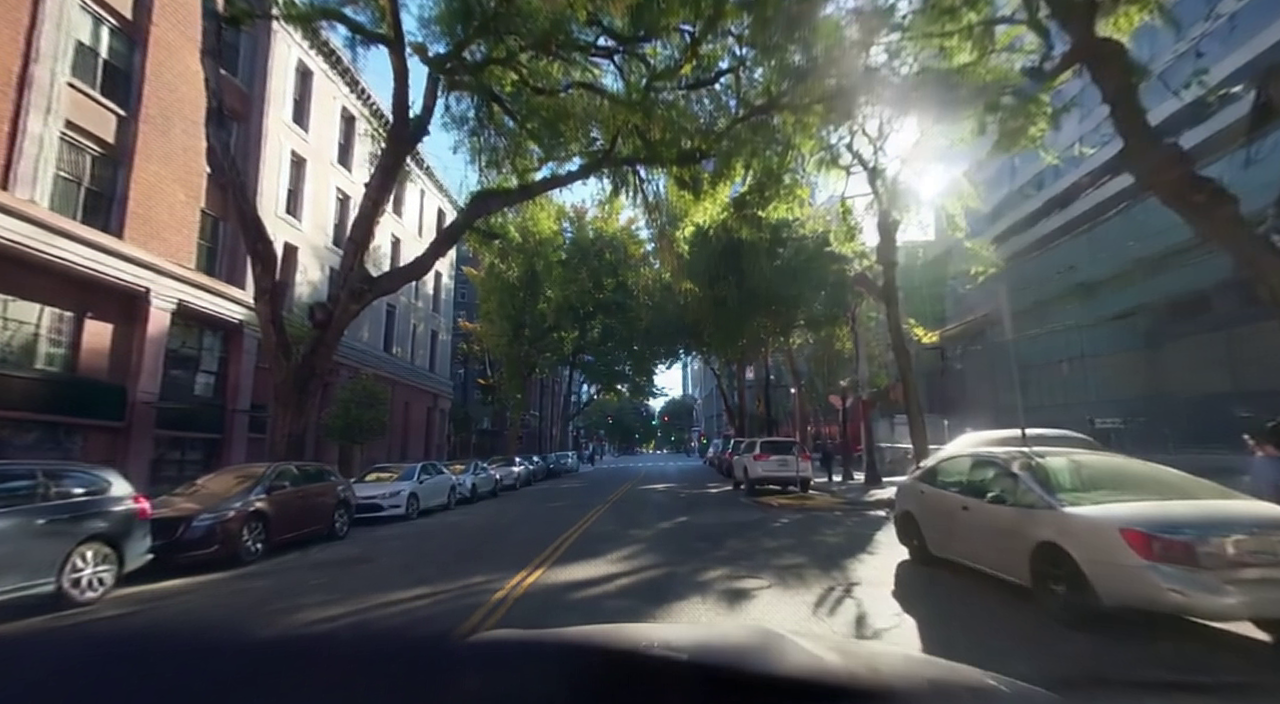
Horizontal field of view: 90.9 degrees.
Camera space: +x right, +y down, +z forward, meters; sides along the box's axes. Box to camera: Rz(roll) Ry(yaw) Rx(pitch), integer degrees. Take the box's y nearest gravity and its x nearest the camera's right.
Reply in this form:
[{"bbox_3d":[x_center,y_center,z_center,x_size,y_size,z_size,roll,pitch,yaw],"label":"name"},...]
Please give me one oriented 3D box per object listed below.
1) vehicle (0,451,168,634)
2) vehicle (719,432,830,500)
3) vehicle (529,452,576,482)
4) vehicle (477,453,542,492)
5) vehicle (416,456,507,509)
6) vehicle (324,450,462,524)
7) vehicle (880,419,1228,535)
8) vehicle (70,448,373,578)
[{"bbox_3d":[-7.004,1.735,5.305,2.244,1.616,5.013,-2,-8,-1],"label":"vehicle"},{"bbox_3d":[4.524,3.929,22.512,2.568,2.001,5.999,-2,-8,-1],"label":"vehicle"},{"bbox_3d":[-5.383,7.133,39.433,2.270,1.539,4.855,-2,-8,-1],"label":"vehicle"},{"bbox_3d":[-5.912,5.494,29.103,2.110,1.498,4.555,-2,-8,-1],"label":"vehicle"},{"bbox_3d":[-6.231,4.594,22.640,1.889,1.451,5.013,-2,-8,-1],"label":"vehicle"},{"bbox_3d":[-6.529,3.564,17.317,1.944,1.574,4.717,-2,-8,-1],"label":"vehicle"},{"bbox_3d":[7.372,2.257,11.797,4.772,1.876,2.400,-1,-8,1],"label":"vehicle"},{"bbox_3d":[-6.697,2.555,10.952,2.123,1.596,4.659,-2,-8,-1],"label":"vehicle"}]
